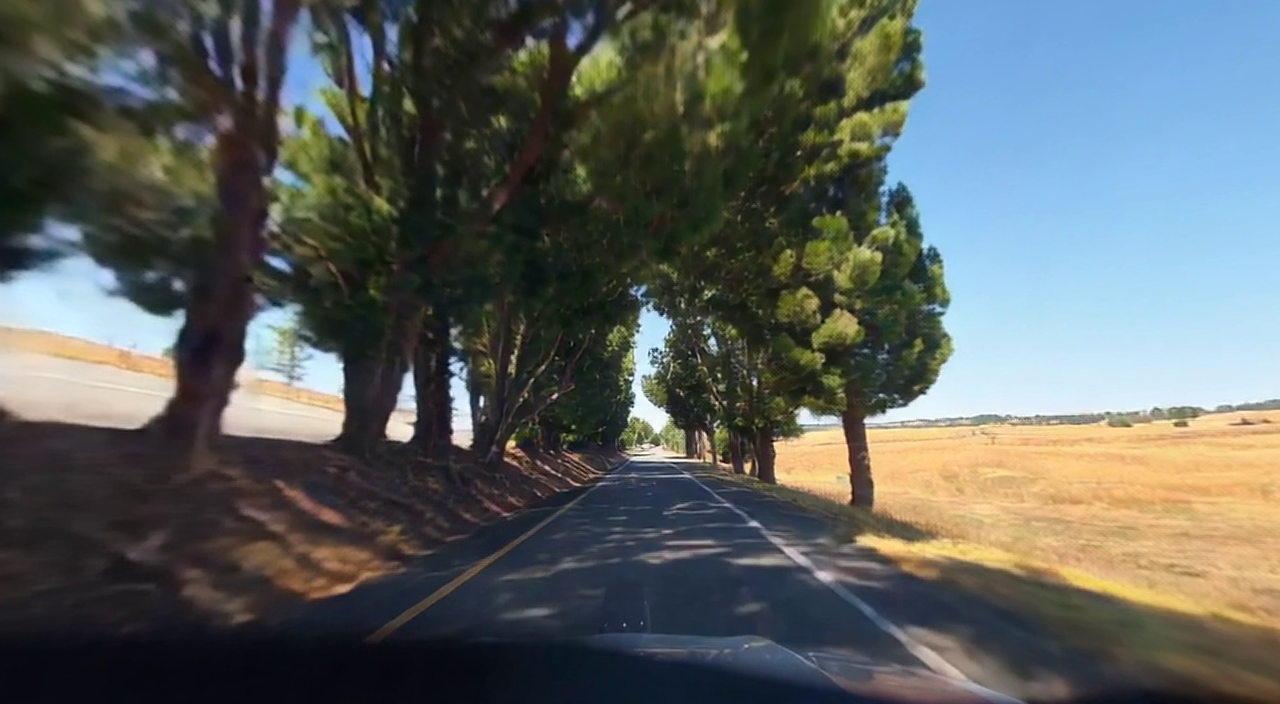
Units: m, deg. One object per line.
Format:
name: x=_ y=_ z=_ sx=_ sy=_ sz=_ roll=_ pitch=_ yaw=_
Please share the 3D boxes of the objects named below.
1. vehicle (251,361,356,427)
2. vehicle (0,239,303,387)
vehicle: x=-24.421 y=3.038 z=46.495 sx=3.022 sy=4.324 sz=8.607 roll=-1 pitch=-3 yaw=0
vehicle: x=-25.736 y=-1.292 z=35.799 sx=3.314 sy=4.163 sz=16.558 roll=-1 pitch=-12 yaw=3
